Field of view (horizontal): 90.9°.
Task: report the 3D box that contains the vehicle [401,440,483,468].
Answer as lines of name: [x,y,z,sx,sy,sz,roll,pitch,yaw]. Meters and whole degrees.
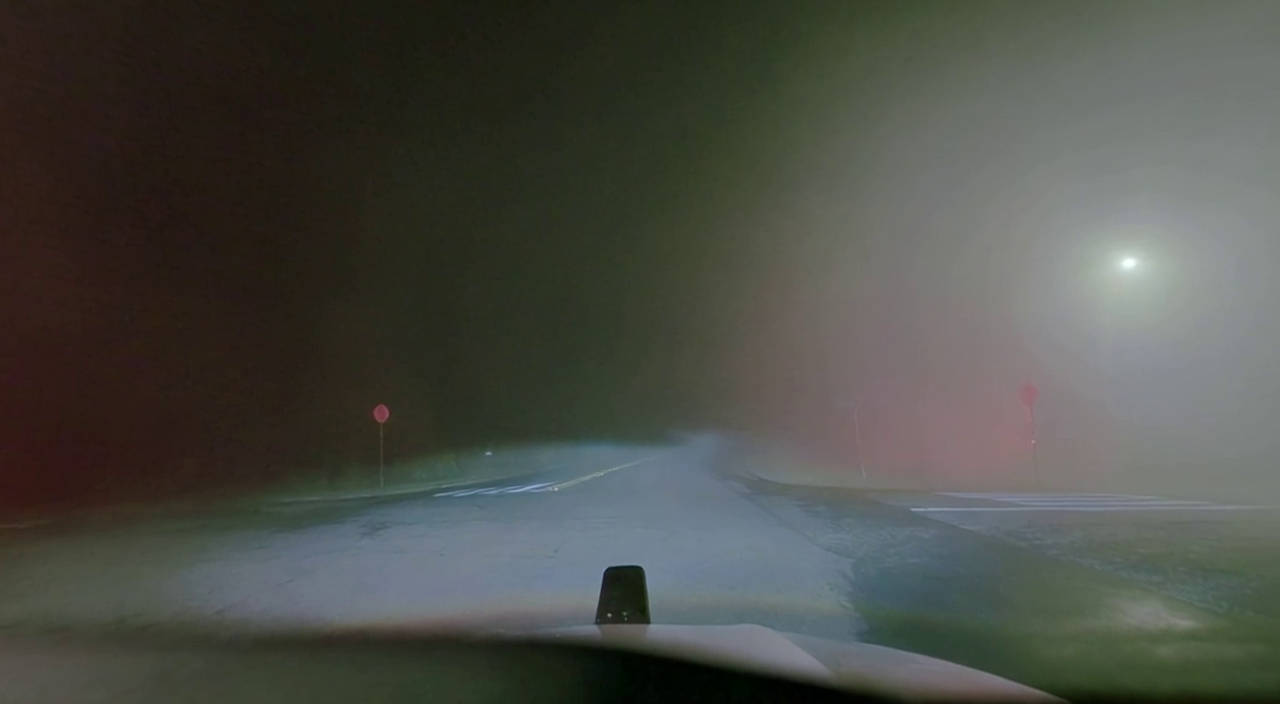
vehicle: [-12.703,6.568,40.638,4.590,1.735,1.973,0,-9,3]
